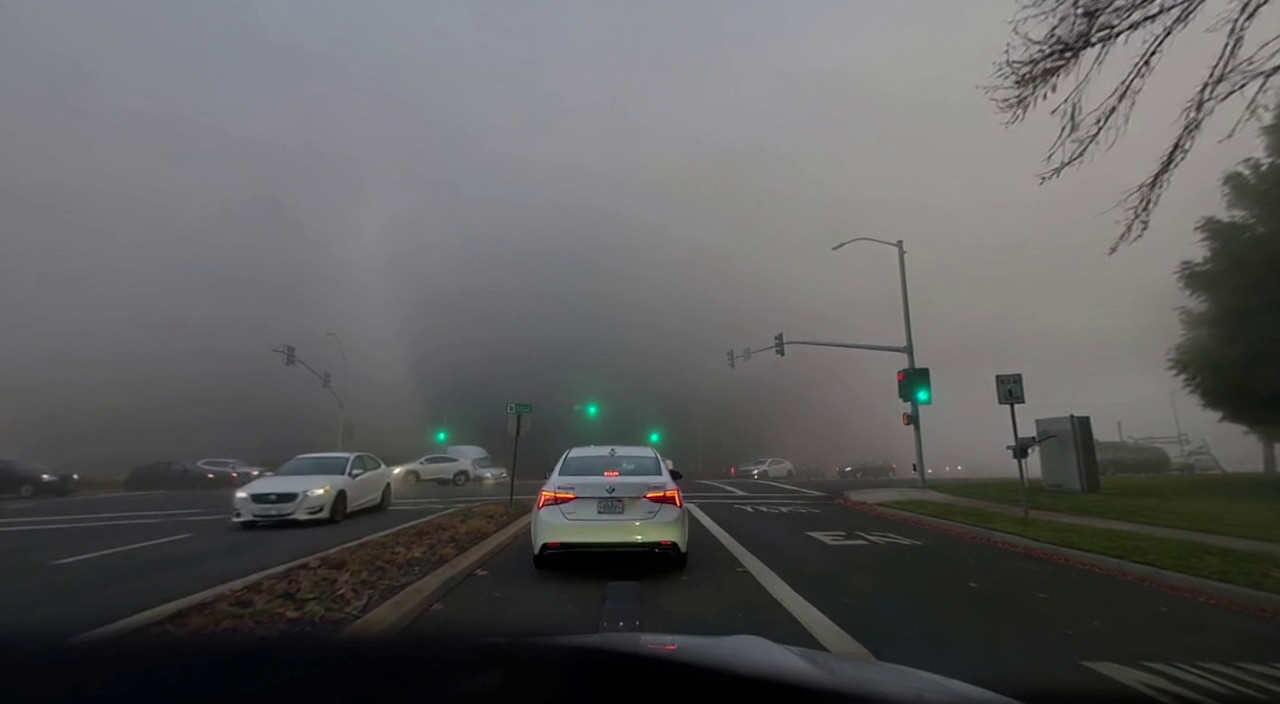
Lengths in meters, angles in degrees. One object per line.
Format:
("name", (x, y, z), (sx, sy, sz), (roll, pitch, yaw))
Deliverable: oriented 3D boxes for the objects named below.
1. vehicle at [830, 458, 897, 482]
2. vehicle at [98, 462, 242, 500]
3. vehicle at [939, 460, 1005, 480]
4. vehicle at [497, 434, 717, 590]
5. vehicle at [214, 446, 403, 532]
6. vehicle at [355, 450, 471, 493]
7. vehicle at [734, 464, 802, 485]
("vehicle", (16.469, 8.704, 46.661), (4.337, 1.637, 1.860), (2, -9, -16))
("vehicle", (-20.131, 5.539, 27.267), (4.548, 1.449, 1.802), (2, -9, -13))
("vehicle", (25.945, 9.192, 49.365), (4.358, 1.471, 1.875), (2, -9, -16))
("vehicle", (-0.358, 1.857, 8.267), (2.112, 1.479, 4.264), (0, -8, -1))
("vehicle", (-6.925, 2.846, 13.902), (2.078, 1.534, 4.646), (1, -9, -7))
("vehicle", (-11.730, 6.096, 32.691), (5.500, 2.012, 2.201), (-4, -9, 22))
("vehicle", (9.045, 8.620, 44.649), (4.254, 1.359, 1.895), (2, -9, -16))
